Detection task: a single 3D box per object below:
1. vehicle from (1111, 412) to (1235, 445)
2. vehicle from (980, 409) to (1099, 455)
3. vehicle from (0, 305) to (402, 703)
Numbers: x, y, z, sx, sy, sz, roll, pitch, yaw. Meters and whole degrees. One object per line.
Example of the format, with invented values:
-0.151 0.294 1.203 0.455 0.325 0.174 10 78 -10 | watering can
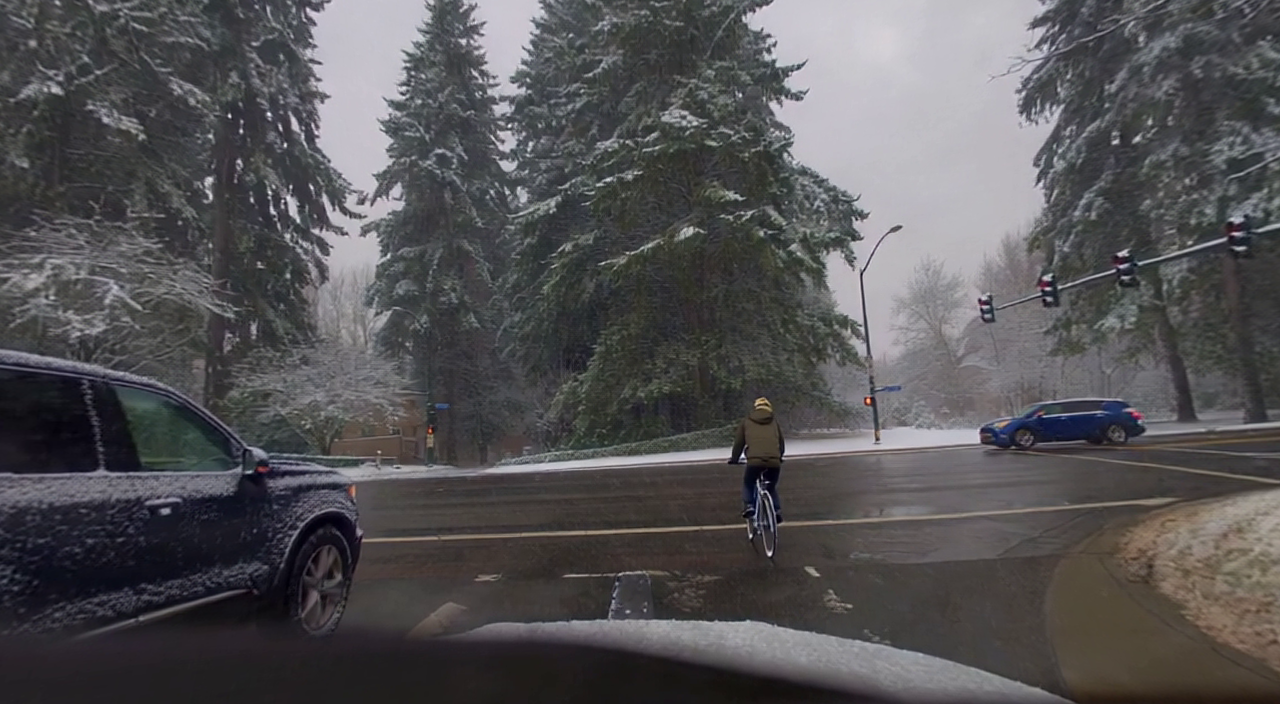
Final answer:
25.743 3.734 30.501 4.716 1.507 1.904 2 -9 -11 | vehicle
18.561 3.751 29.386 4.237 1.948 1.997 0 -9 -9 | vehicle
-2.966 0.866 2.757 2.049 1.756 4.602 0 -8 0 | vehicle
